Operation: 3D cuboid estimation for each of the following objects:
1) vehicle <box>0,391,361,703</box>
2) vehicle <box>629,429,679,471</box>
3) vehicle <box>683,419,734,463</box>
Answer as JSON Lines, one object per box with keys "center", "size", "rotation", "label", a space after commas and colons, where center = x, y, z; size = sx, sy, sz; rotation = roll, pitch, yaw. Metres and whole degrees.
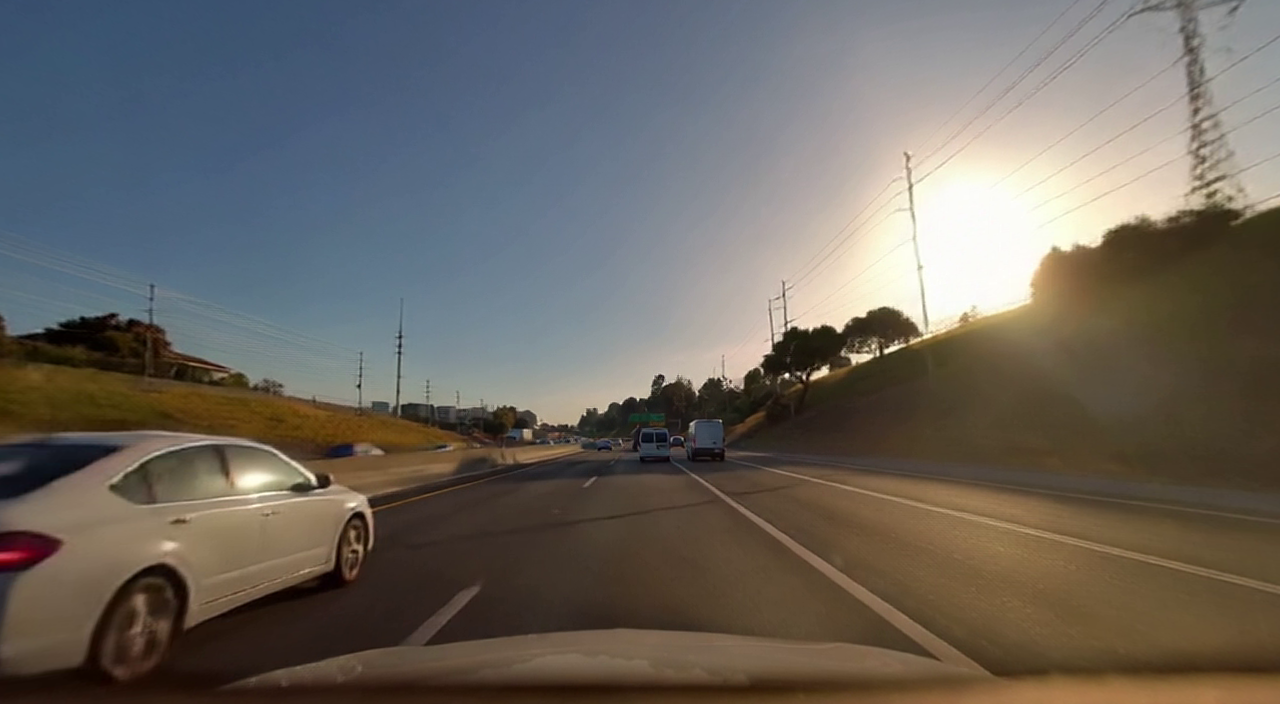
{"center": [-3.308, 1.010, 3.181], "size": [1.890, 1.490, 4.202], "rotation": [0, -8, 0], "label": "vehicle"}
{"center": [0.585, 4.516, 29.409], "size": [2.159, 1.811, 4.238], "rotation": [0, -8, -1], "label": "vehicle"}
{"center": [3.955, 5.228, 37.223], "size": [2.348, 2.429, 5.172], "rotation": [0, -8, -1], "label": "vehicle"}
